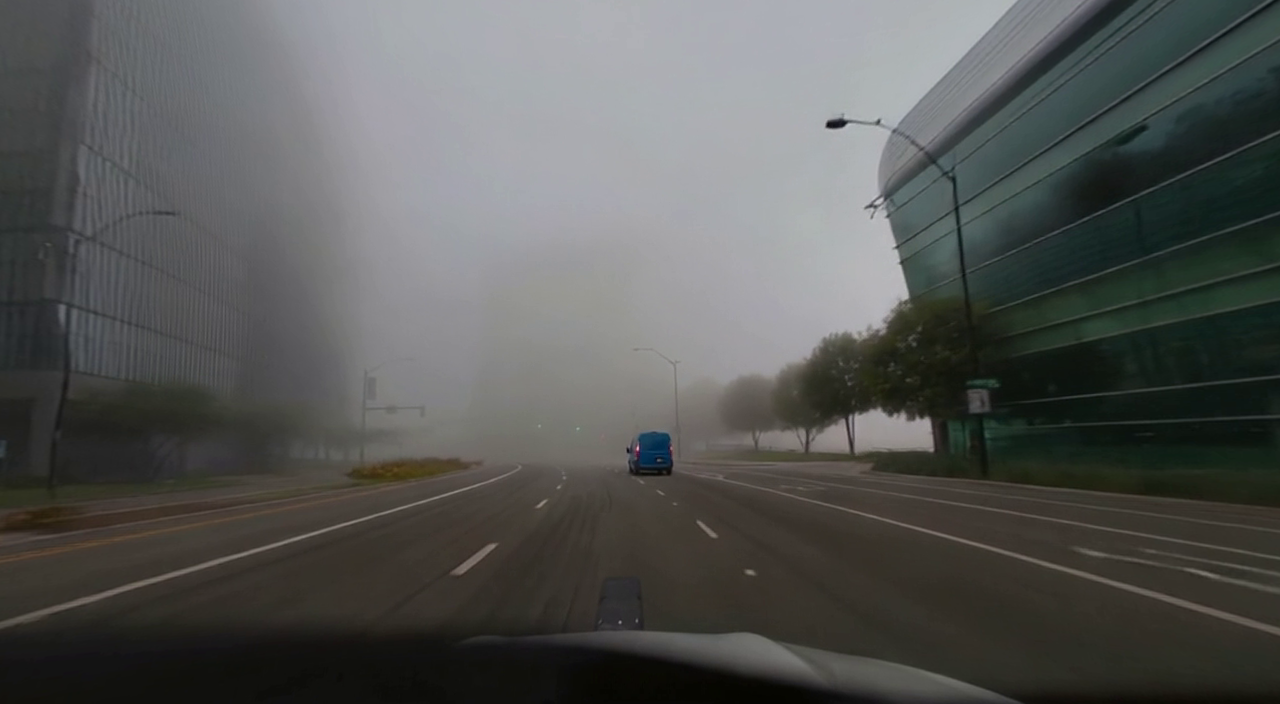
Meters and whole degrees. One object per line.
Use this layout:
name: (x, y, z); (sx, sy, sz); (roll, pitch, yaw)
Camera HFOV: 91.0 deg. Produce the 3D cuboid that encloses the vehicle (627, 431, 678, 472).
vehicle: (0.646, 5.913, 37.549); (2.339, 2.244, 4.817); (1, -9, -8)
